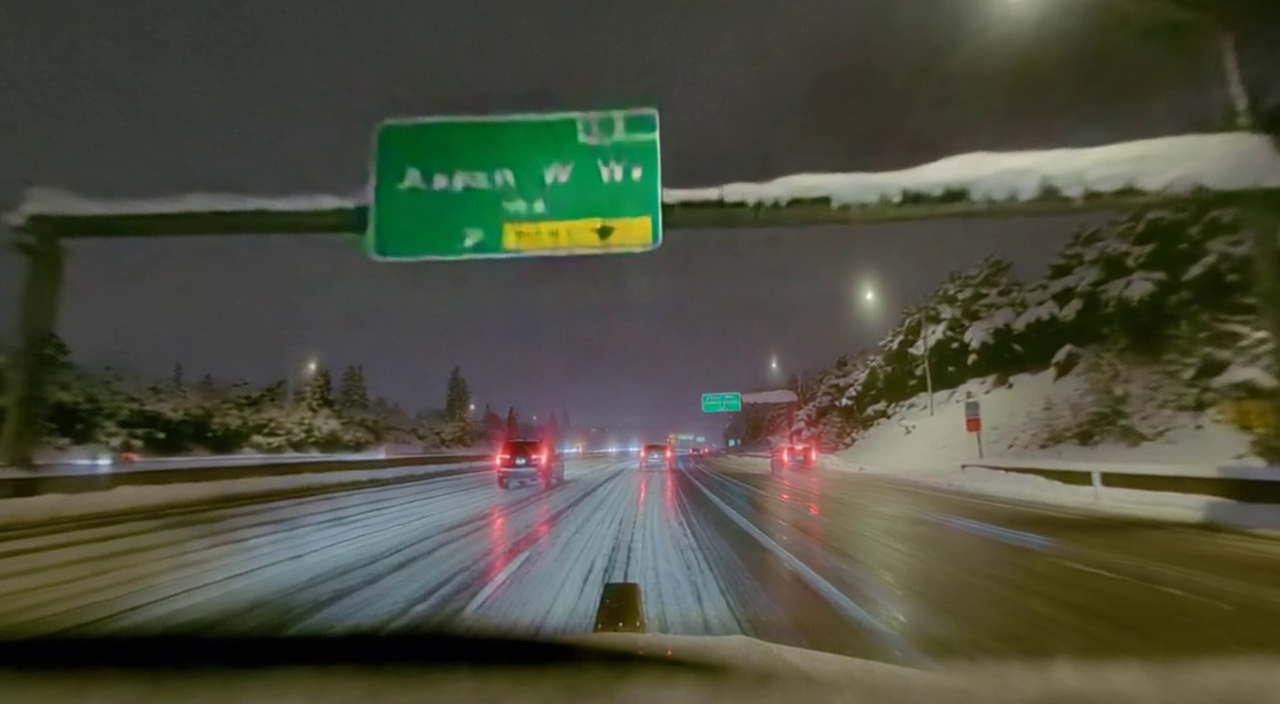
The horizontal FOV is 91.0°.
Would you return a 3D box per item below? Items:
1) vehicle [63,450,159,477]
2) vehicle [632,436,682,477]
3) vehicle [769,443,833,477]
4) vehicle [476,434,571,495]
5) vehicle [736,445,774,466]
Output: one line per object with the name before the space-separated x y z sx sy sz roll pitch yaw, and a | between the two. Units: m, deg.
vehicle | -38.832 8.153 46.435 2.157 1.854 5.192 -1 -9 6
vehicle | 0.847 5.156 31.330 2.270 1.862 4.949 0 -9 1
vehicle | 7.753 5.225 30.668 1.936 1.480 4.373 0 -9 0
vehicle | -3.675 3.644 20.746 2.142 1.759 4.297 0 -9 2
vehicle | 8.571 7.751 47.229 2.005 1.456 4.287 0 -9 0
